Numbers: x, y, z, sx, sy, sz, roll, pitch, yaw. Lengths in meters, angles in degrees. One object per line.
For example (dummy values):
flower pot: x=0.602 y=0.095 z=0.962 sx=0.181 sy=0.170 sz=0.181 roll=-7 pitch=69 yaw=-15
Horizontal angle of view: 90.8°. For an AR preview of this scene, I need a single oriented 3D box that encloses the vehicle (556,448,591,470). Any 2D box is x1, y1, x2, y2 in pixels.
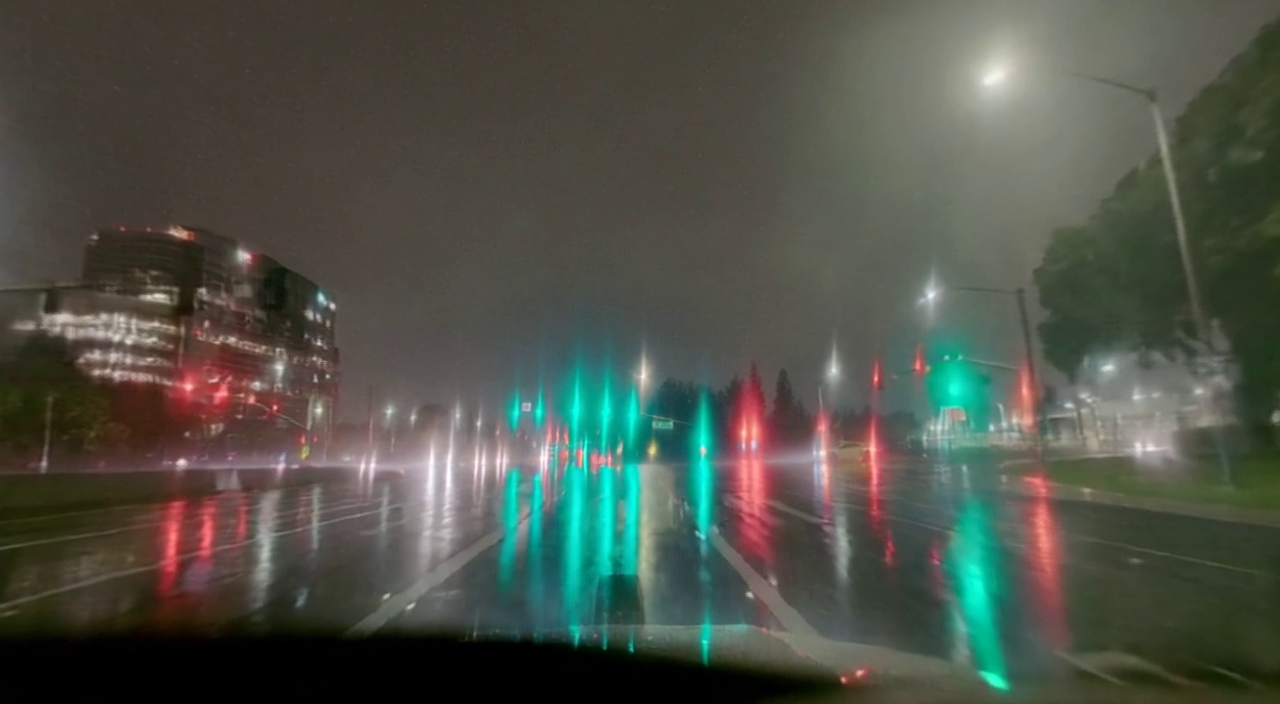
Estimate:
vehicle: x=-4.681 y=7.552 z=44.904 sx=2.073 sy=1.445 sz=4.151 roll=0 pitch=-8 yaw=-1
